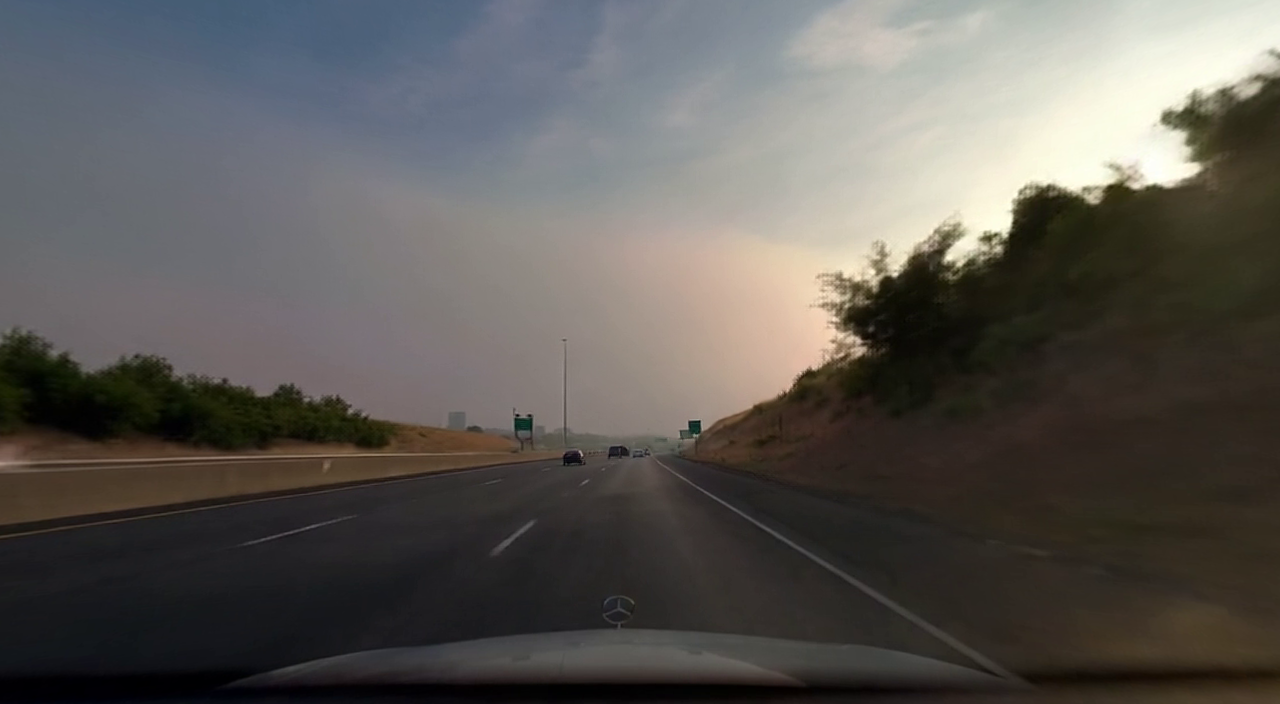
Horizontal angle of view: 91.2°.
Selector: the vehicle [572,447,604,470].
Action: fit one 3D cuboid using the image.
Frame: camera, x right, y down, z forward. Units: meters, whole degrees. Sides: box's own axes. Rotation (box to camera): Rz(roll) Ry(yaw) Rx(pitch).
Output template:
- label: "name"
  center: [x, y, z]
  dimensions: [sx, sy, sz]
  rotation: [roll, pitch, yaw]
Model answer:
- label: "vehicle"
  center: [-3.479, 7.196, 42.619]
  dimensions: [1.895, 1.482, 3.852]
  rotation: [0, -9, 0]
